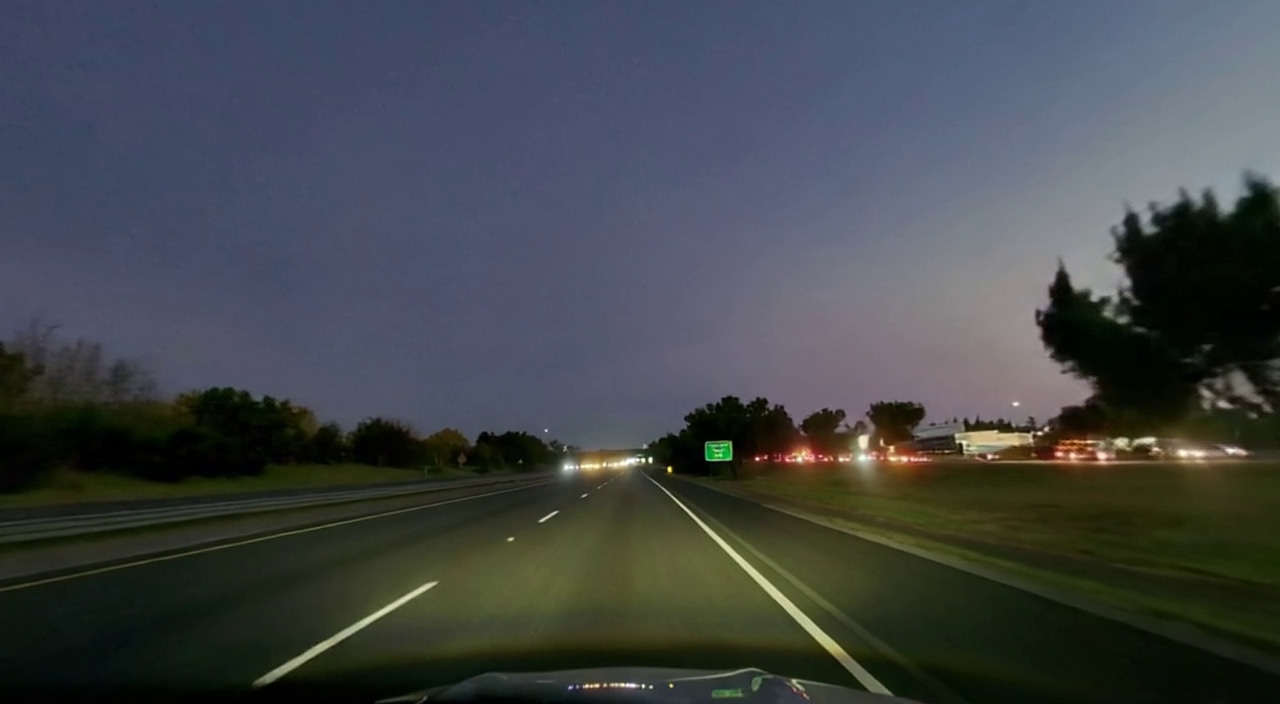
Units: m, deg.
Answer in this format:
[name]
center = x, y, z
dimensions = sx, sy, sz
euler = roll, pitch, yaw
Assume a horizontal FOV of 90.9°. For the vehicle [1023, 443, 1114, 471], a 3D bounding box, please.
[vehicle]
center = 28.133, 6.930, 41.515
dimensions = 4.723, 1.688, 2.004
euler = -6, -12, 32
